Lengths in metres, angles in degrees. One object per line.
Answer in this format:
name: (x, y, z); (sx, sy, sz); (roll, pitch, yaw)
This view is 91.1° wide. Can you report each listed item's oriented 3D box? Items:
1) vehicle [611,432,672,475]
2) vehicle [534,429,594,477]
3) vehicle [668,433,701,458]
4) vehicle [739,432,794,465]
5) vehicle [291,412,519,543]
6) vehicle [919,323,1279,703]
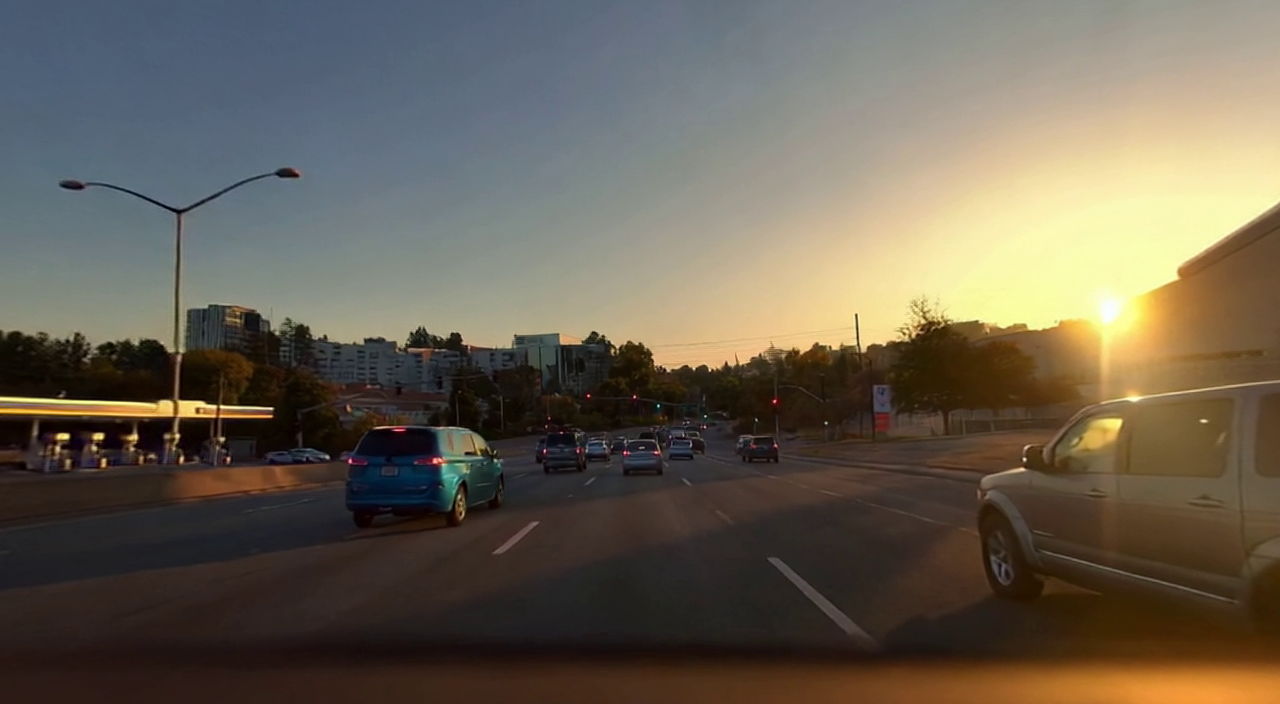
vehicle: (0.064, 4.501, 27.966); (2.426, 1.703, 5.602); (0, -8, 0)
vehicle: (-3.311, 4.533, 28.437); (2.025, 1.936, 4.995); (0, -8, 1)
vehicle: (3.481, 7.417, 49.763); (2.193, 1.795, 5.130); (0, -8, 0)
vehicle: (7.065, 5.461, 35.567); (2.119, 1.696, 4.623); (0, -8, 0)
vehicle: (-3.681, 2.082, 11.138); (2.002, 1.747, 5.173); (0, -8, 0)
vehicle: (3.778, 0.929, 3.703); (2.055, 1.786, 4.817); (0, -8, 1)
